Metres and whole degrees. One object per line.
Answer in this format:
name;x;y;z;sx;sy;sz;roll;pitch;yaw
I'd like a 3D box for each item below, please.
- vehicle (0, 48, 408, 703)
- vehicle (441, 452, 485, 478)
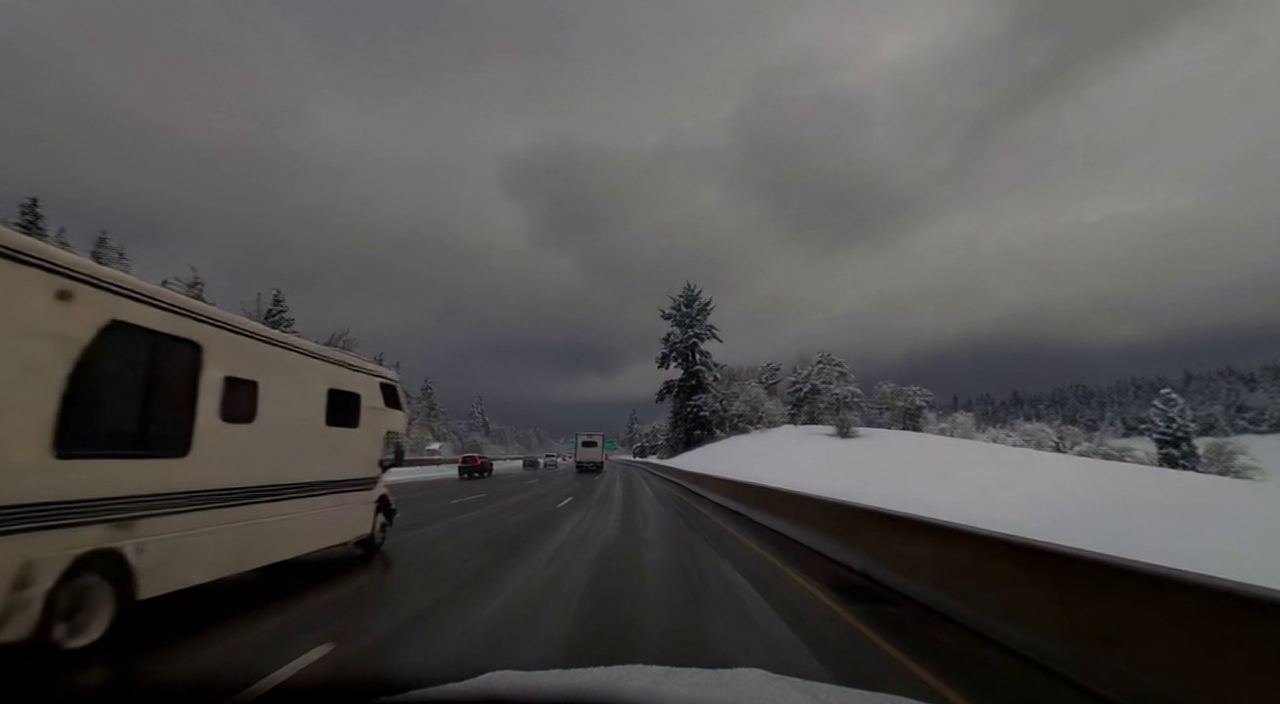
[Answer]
vehicle;-4.169;0.304;3.849;2.542;2.965;7.637;0;-10;0
vehicle;-12.780;8.195;45.847;2.005;1.774;4.610;0;-9;-2
